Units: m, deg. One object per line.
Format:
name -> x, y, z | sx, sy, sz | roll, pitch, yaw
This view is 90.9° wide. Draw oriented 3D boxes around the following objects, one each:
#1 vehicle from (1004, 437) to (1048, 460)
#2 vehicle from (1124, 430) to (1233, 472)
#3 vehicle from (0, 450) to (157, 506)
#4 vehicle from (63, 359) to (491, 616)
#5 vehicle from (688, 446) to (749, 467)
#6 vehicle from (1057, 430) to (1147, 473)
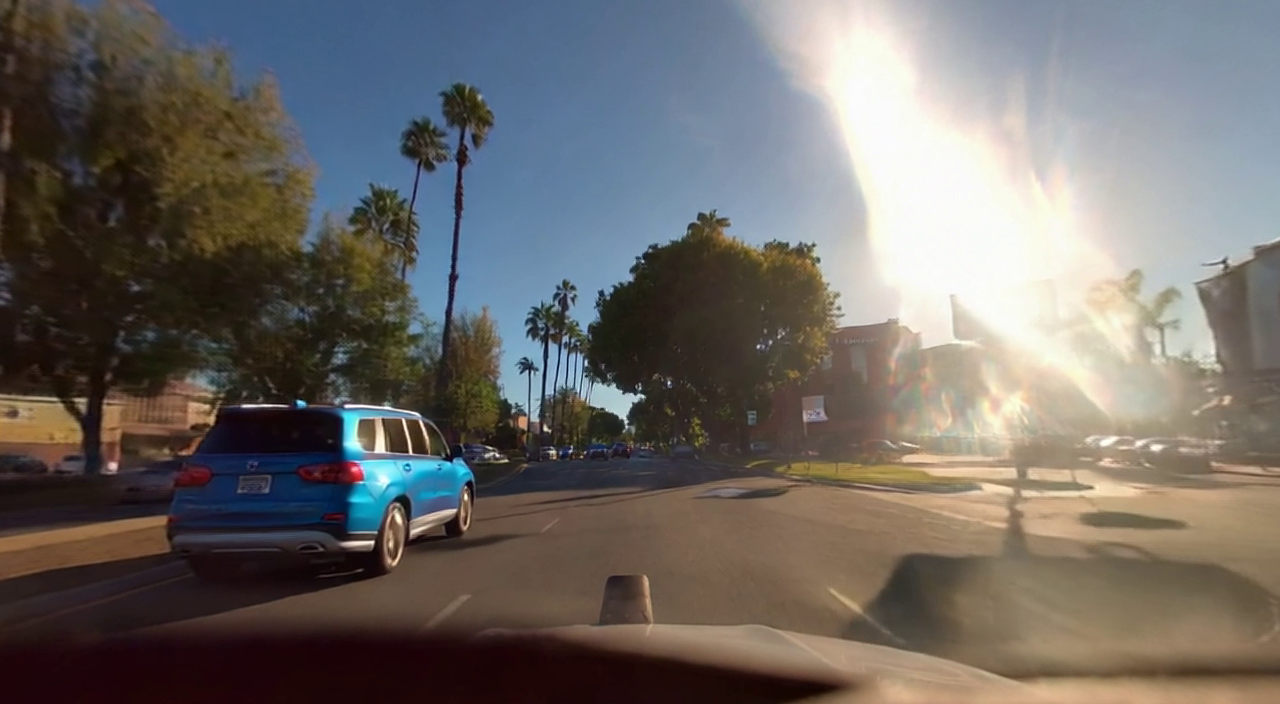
vehicle -> 29.066, 7.291, 47.560 | 1.982, 1.611, 4.314 | -4, -9, 21
vehicle -> 25.611, 4.749, 30.303 | 2.162, 1.806, 5.704 | -4, -9, 22
vehicle -> -18.206, 3.833, 19.554 | 2.200, 1.505, 4.815 | -2, -9, 9
vehicle -> -3.352, 1.382, 7.223 | 2.152, 1.987, 4.527 | 0, -9, 0
vehicle -> 5.994, 8.005, 48.513 | 1.919, 1.472, 4.470 | 7, -11, -40
vehicle -> 21.447, 4.634, 29.499 | 2.180, 1.808, 4.462 | -3, -9, 21
